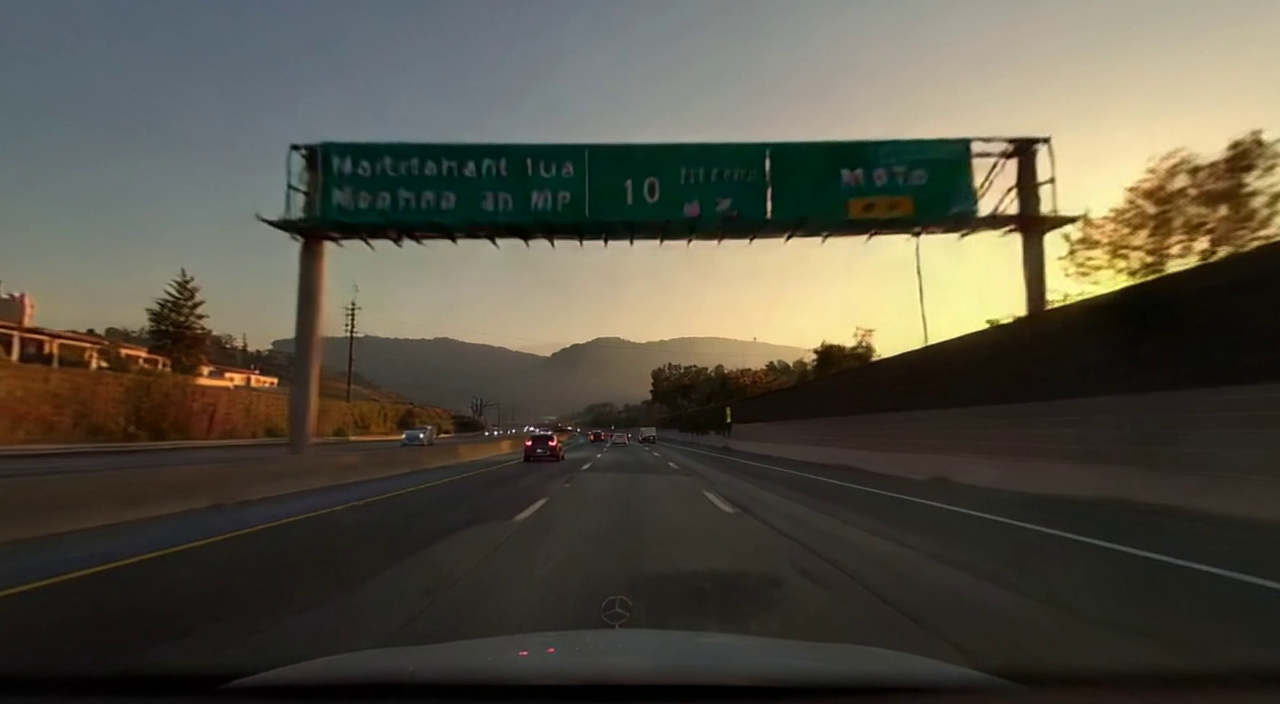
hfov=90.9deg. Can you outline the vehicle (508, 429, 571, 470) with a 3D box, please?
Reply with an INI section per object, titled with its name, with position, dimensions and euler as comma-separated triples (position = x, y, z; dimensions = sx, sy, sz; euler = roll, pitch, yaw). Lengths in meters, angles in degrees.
[vehicle]
position = -4.180, 4.121, 26.954
dimensions = 2.062, 1.591, 4.156
euler = 0, -8, -1
